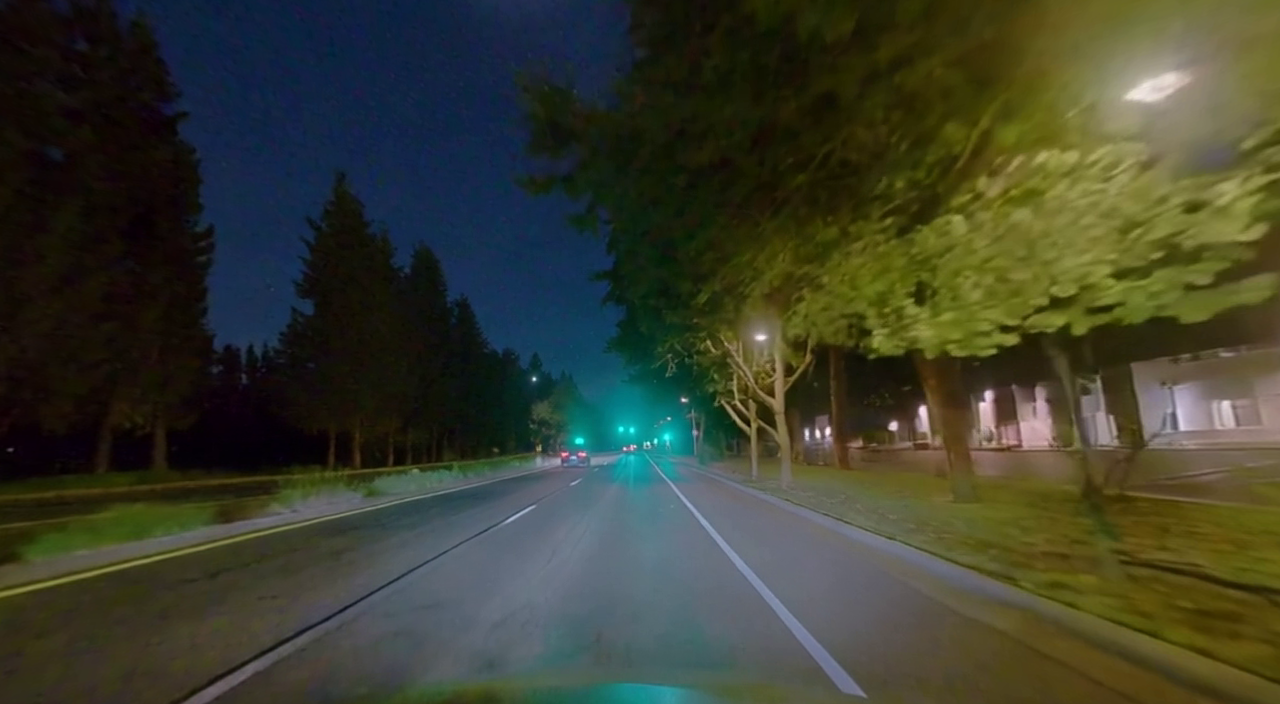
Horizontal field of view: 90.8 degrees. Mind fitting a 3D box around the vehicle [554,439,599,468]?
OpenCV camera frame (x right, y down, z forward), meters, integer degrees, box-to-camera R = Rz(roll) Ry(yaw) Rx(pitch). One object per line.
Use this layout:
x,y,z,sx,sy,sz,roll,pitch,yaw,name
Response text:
-3.775,6.158,38.513,2.202,1.685,4.772,0,-9,0,vehicle
